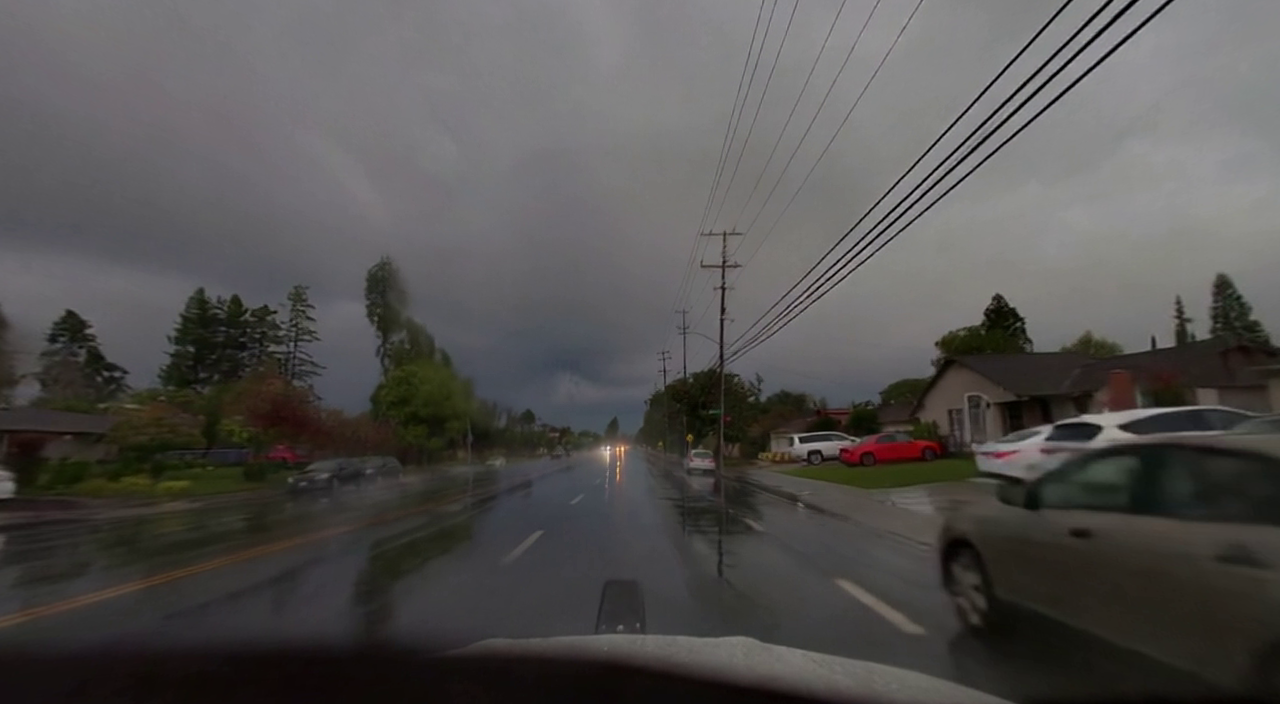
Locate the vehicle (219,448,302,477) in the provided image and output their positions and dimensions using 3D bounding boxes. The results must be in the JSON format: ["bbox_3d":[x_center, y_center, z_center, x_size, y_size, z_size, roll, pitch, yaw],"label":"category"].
[{"bbox_3d":[-22.575,6.596,37.686,3.803,1.528,1.812,-2,-10,-2],"label":"vehicle"}]

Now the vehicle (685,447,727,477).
[{"bbox_3d":[3.514,5.932,34.392,1.855,1.518,4.707,0,-9,0],"label":"vehicle"}]

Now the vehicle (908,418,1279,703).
[{"bbox_3d":[3.374,1.112,3.079,2.012,1.481,4.795,0,-9,0],"label":"vehicle"}]

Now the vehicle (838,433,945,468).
[{"bbox_3d":[12.402,4.919,31.336,4.429,1.474,1.887,-3,-10,2],"label":"vehicle"}]

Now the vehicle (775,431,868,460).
[{"bbox_3d":[12.663,6.583,44.346,5.713,1.857,2.285,0,-9,-4],"label":"vehicle"}]

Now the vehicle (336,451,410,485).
[{"bbox_3d":[-13.922,6.062,33.253,1.916,1.632,4.440,0,-9,1],"label":"vehicle"}]

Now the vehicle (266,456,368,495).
[{"bbox_3d":[-14.065,5.372,27.868,2.011,1.480,4.644,0,-9,0],"label":"vehicle"}]
